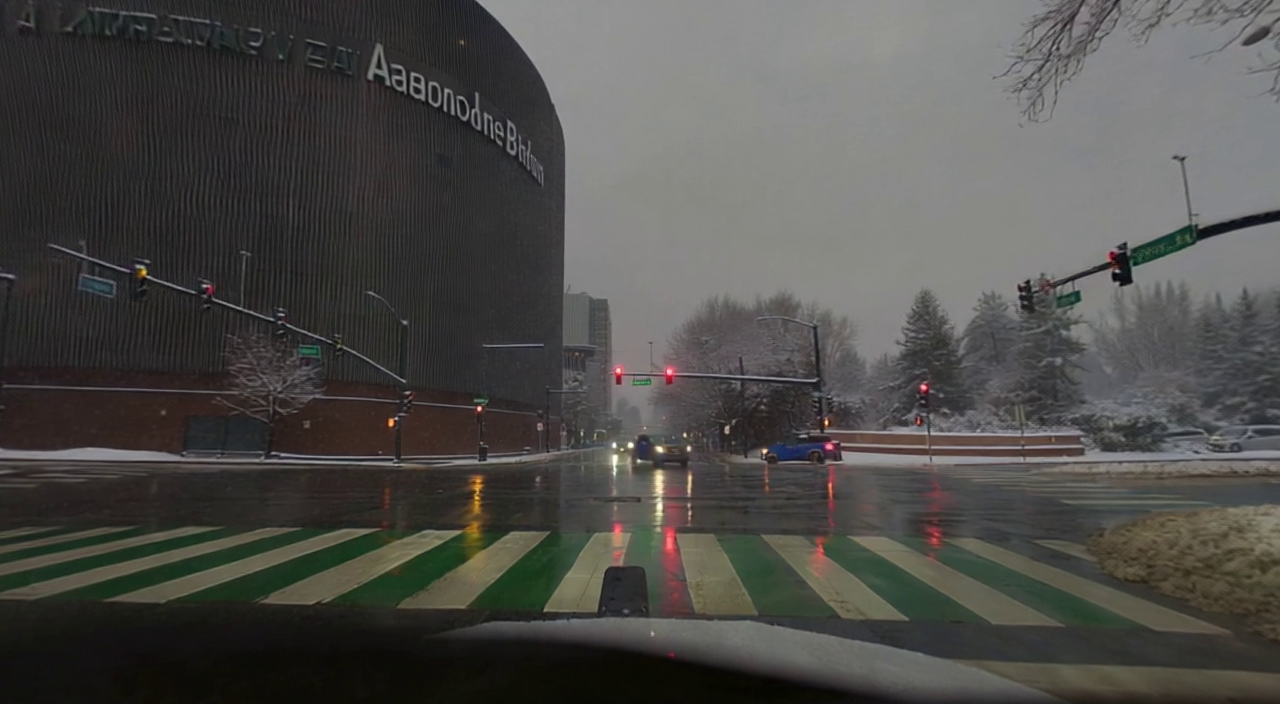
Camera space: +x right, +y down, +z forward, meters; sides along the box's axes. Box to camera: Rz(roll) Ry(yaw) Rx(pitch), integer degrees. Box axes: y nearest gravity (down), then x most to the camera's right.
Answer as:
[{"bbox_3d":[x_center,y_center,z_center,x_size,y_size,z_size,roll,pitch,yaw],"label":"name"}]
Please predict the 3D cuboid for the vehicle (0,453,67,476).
[{"bbox_3d":[-41.659,7.631,42.769,3.698,1.467,1.779,0,-8,1],"label":"vehicle"}]

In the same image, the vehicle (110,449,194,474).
[{"bbox_3d":[-33.071,7.401,42.755,4.136,1.661,1.857,0,-8,1],"label":"vehicle"}]

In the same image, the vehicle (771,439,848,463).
[{"bbox_3d":[10.632,6.240,39.791,4.529,1.457,1.981,-2,-9,10],"label":"vehicle"}]

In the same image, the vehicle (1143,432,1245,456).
[{"bbox_3d":[36.151,6.014,41.205,4.767,1.456,1.858,-1,-8,3],"label":"vehicle"}]

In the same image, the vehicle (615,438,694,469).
[{"bbox_3d":[0.619,5.164,32.324,2.280,1.454,4.836,3,-9,-22],"label":"vehicle"}]
